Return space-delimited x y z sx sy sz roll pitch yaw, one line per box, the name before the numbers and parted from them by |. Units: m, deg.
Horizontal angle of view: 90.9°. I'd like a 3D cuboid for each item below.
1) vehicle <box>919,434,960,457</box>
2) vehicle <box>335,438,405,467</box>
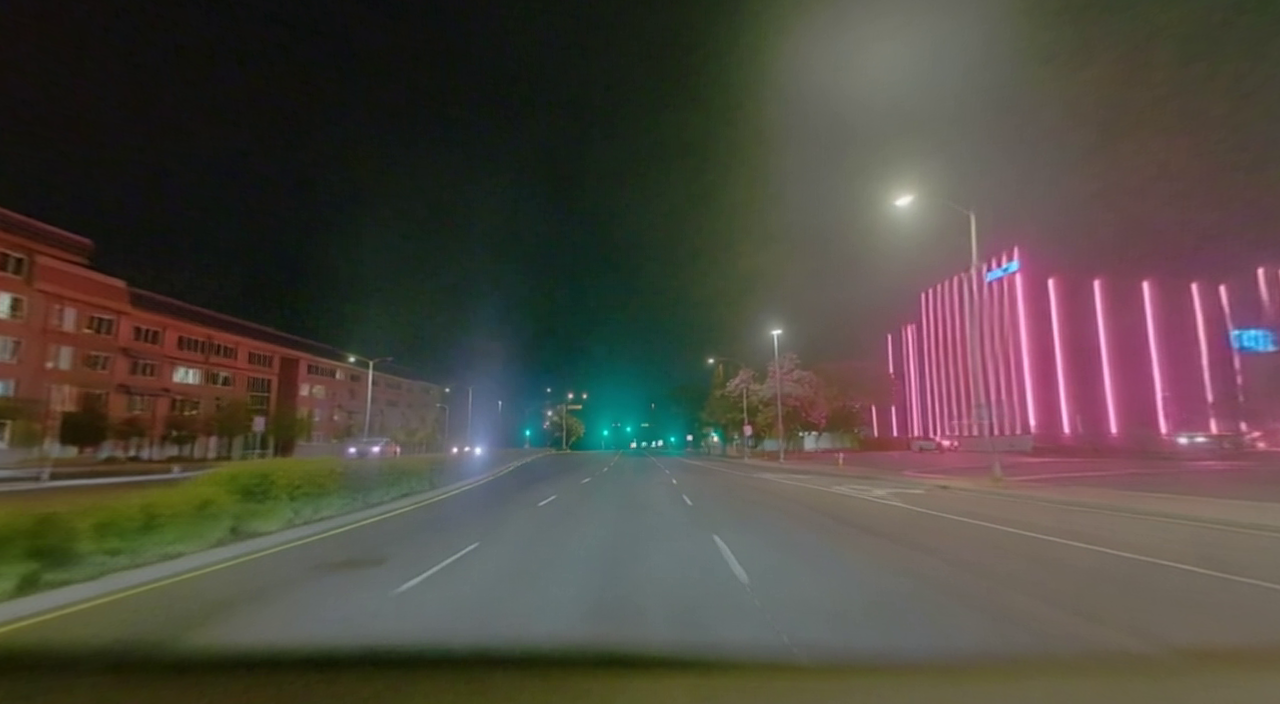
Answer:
vehicle | 23.096 7.222 48.711 1.815 1.618 4.383 -2 -9 12
vehicle | -18.388 6.885 43.362 2.204 1.821 5.864 0 -8 0
